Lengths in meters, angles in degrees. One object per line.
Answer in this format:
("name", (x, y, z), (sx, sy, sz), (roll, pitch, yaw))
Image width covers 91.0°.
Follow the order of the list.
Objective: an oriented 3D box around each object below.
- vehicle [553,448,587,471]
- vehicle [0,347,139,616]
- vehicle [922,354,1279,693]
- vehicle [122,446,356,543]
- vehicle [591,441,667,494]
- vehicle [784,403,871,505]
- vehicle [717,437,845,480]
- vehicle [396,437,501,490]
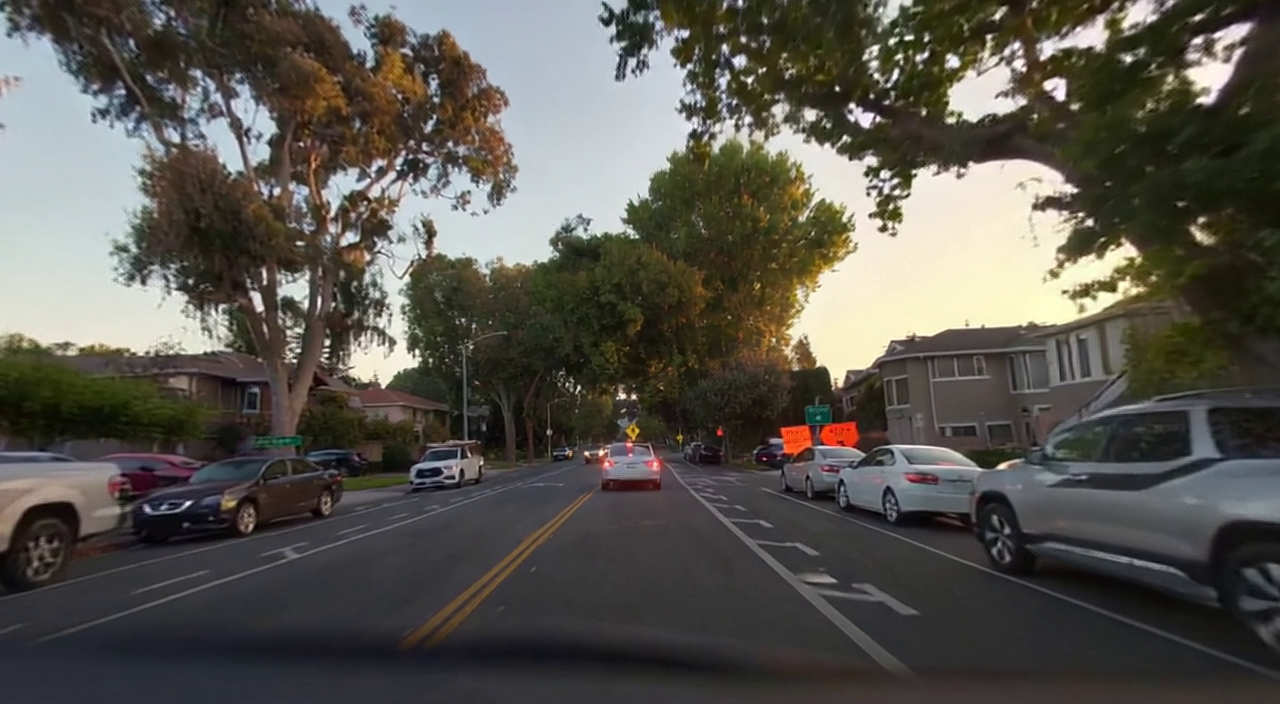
("vehicle", (-5.106, 7.697, 45.311), (1.997, 1.464, 4.925), (2, -9, -11))
("vehicle", (-7.620, 1.194, 5.636), (2.526, 2.631, 4.228), (0, -9, 3))
("vehicle", (4.837, 1.220, 5.135), (2.279, 1.946, 5.925), (0, -9, 0))
("vehicle", (-8.056, 2.844, 13.313), (2.036, 1.676, 4.440), (0, -9, -1))
("vehicle", (-0.281, 3.606, 20.025), (2.151, 1.481, 4.084), (0, -9, 1))
("vehicle", (5.235, 2.868, 17.895), (1.409, 2.648, 2.645), (0, -8, -4))
("vehicle", (6.497, 4.860, 28.989), (5.503, 1.853, 2.218), (-3, -9, 17))
("vehicle", (-8.174, 4.829, 27.694), (2.659, 2.047, 6.014), (0, -9, 1))
